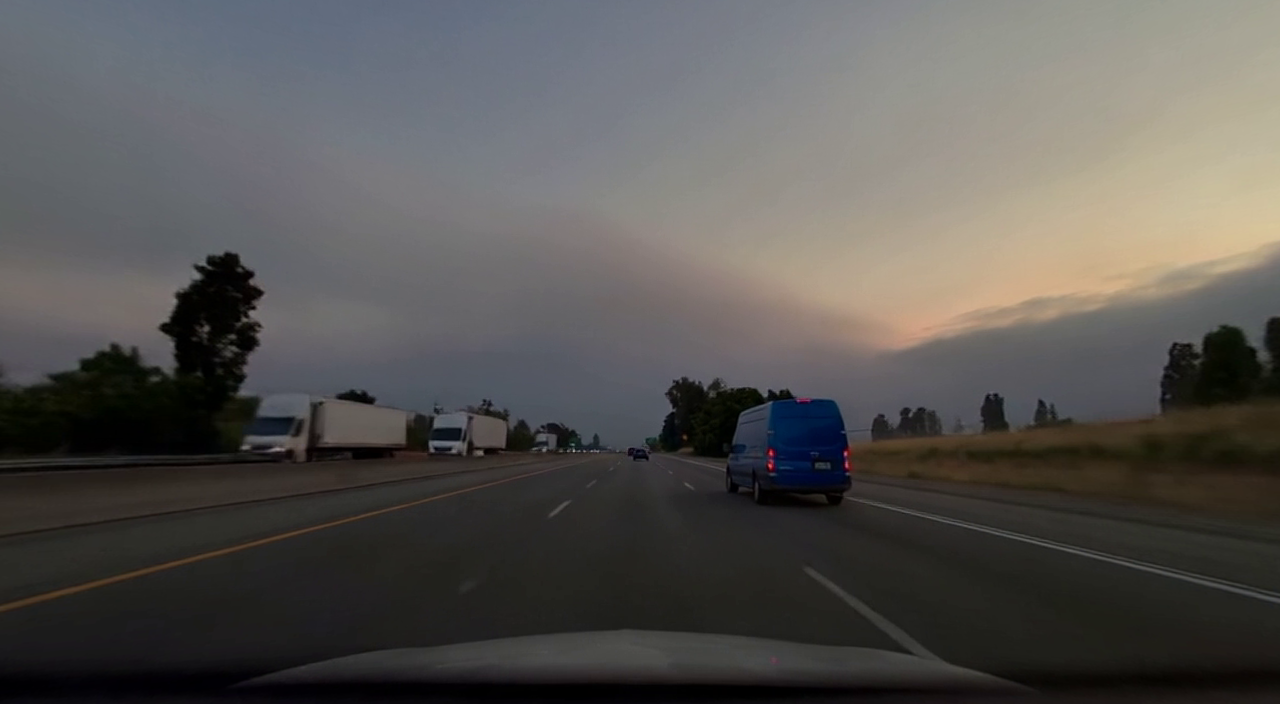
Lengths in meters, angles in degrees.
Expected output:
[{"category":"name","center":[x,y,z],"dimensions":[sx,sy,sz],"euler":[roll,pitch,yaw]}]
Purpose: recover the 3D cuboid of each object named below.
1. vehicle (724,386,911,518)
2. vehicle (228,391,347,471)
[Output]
[{"category":"vehicle","center":[3.856,2.428,15.524],"dimensions":[2.552,2.524,6.630],"euler":[0,-9,-1]},{"category":"vehicle","center":[-19.517,4.521,35.498],"dimensions":[3.078,4.095,6.013],"euler":[0,-9,0]}]
